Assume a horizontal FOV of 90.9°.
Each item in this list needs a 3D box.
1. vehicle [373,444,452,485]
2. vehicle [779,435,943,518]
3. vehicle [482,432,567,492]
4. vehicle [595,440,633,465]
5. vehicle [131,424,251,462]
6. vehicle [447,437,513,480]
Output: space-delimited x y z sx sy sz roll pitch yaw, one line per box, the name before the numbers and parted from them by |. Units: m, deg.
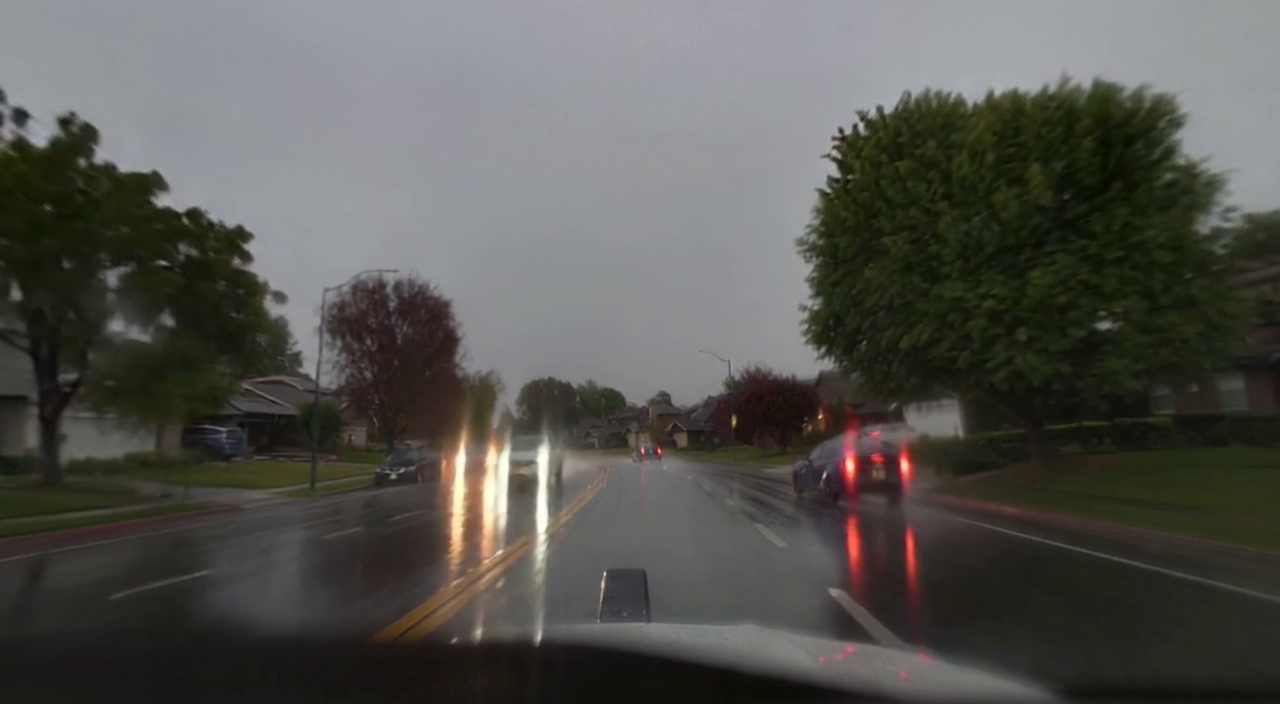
vehicle | -10.360 5.145 29.172 2.038 1.690 4.825 0 -8 -3
vehicle | 4.601 2.623 13.899 1.934 1.506 4.282 0 -8 -2
vehicle | -3.578 3.493 20.401 2.081 1.721 4.228 0 -8 -2
vehicle | -1.938 7.145 44.938 2.106 1.667 4.367 1 -8 -10
vehicle | -24.333 4.956 34.354 4.772 1.877 2.038 0 -9 -11
vehicle | -7.420 4.986 29.814 2.075 1.822 5.096 0 -8 -4
